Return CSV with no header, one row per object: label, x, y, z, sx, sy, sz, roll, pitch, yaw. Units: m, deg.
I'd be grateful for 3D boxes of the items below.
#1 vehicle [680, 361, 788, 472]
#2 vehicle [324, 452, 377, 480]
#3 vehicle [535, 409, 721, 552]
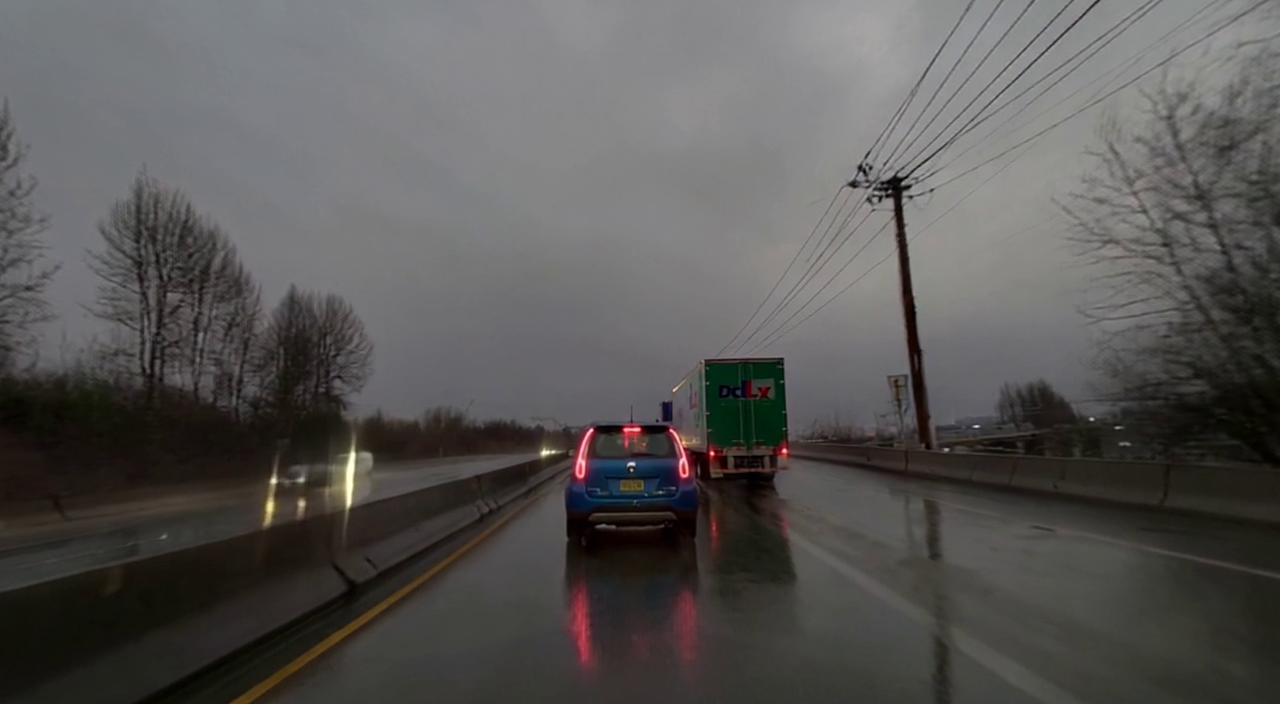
vehicle,3.576,2.836,26.471,2.835,3.872,8.916,0,-8,-2
vehicle,-22.465,8.845,49.023,2.081,1.900,4.823,0,-8,-4
vehicle,-0.170,1.694,9.021,2.062,1.581,3.914,0,-8,-1
